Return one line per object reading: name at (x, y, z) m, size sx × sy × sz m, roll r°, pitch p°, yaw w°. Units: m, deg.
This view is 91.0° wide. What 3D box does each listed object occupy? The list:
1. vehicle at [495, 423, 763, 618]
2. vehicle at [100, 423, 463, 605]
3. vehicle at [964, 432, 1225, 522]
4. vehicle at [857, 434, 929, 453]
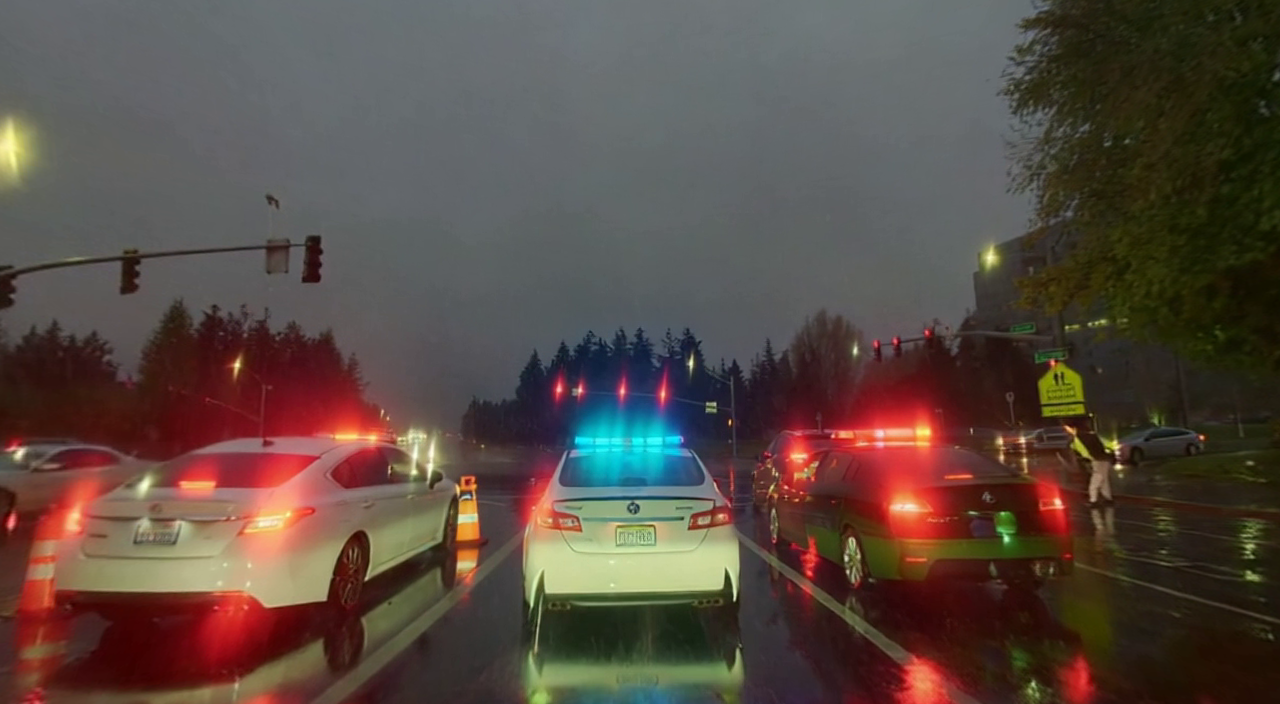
vehicle at (-0.124, 1.625, 7.093) m, size 2.061 × 1.486 × 4.332 m, roll 0°, pitch -8°, yaw -1°
vehicle at (-3.611, 1.675, 7.395) m, size 1.863 × 1.526 × 4.006 m, roll 0°, pitch -9°, yaw 1°
vehicle at (9.341, 2.583, 13.615) m, size 1.957 × 1.576 × 4.670 m, roll 0°, pitch -9°, yaw -3°
vehicle at (20.029, 7.270, 49.938) m, size 4.827 × 1.484 × 1.883 m, roll 0°, pitch -9°, yaw 0°
